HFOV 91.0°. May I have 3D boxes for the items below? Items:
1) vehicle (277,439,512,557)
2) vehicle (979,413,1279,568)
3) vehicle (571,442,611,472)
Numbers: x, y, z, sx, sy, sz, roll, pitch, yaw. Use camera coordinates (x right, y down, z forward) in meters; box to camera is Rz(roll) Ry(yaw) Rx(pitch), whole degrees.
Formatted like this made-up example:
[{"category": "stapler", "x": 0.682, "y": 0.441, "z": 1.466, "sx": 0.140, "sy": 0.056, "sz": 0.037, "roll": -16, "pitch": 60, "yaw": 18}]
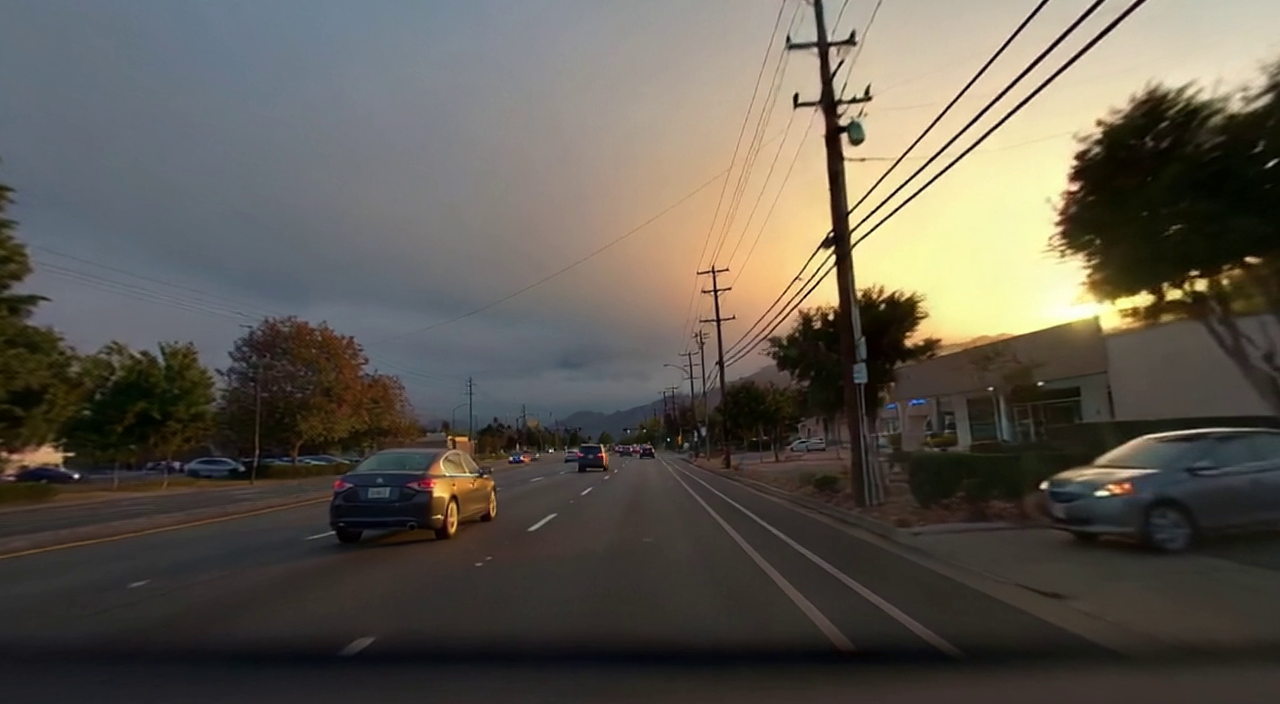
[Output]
[{"category": "vehicle", "x": -3.607, "y": 2.216, "z": 10.329, "sx": 1.942, "sy": 1.469, "sz": 4.426, "roll": 0, "pitch": -9, "yaw": 2}, {"category": "vehicle", "x": 6.857, "y": 1.590, "z": 7.526, "sx": 4.465, "sy": 1.566, "sz": 1.923, "roll": 1, "pitch": -9, "yaw": -1}, {"category": "vehicle", "x": -3.019, "y": 6.582, "z": 39.644, "sx": 2.087, "sy": 1.736, "sz": 4.311, "roll": 0, "pitch": -9, "yaw": 2}]
